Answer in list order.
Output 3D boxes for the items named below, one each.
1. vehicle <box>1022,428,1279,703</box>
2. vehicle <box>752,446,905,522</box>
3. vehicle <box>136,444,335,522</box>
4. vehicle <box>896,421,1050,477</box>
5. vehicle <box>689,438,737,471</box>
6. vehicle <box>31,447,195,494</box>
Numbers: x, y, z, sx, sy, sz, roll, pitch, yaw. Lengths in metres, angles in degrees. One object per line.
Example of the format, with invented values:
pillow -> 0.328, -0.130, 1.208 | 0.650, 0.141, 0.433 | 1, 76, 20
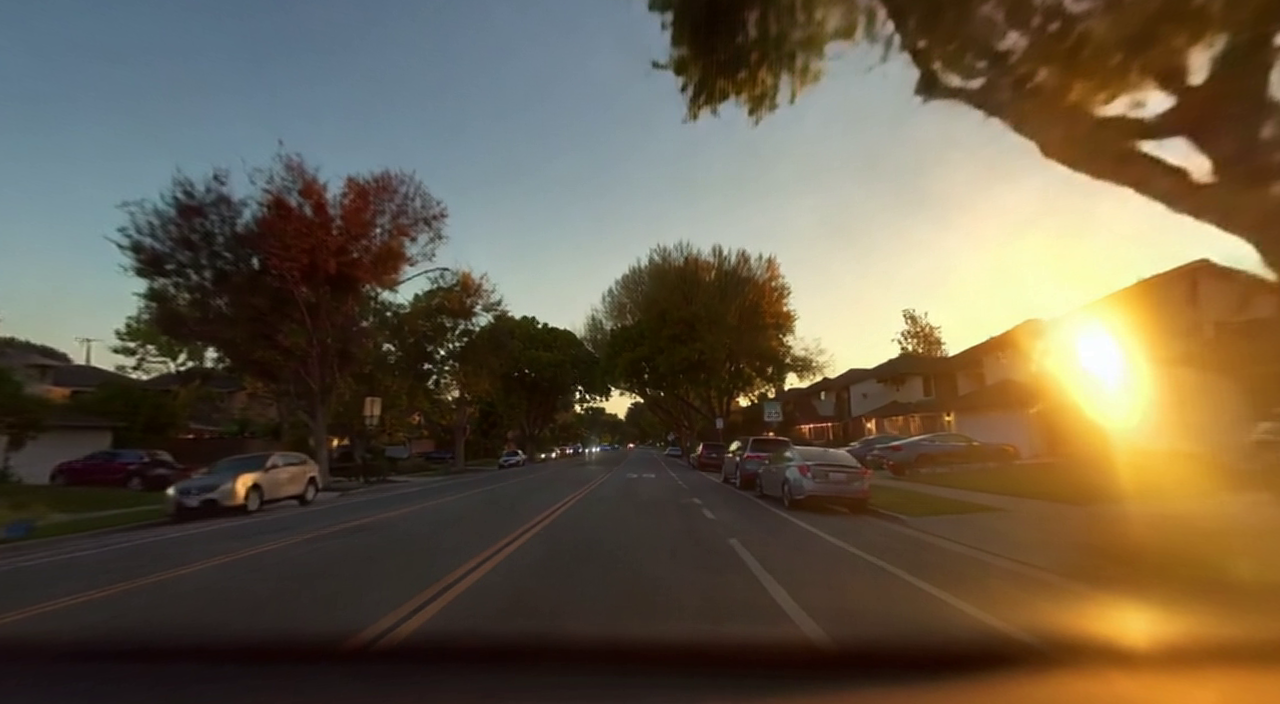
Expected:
vehicle -> 3.848, 1.017, 2.193 | 2.137, 1.515, 4.534 | 0, -8, -1
vehicle -> 4.119, 2.946, 14.830 | 2.087, 1.454, 4.914 | 0, -8, 0
vehicle -> -10.728, 3.500, 17.404 | 2.093, 1.767, 5.120 | -1, -9, 0
vehicle -> 12.001, 3.540, 23.032 | 4.415, 1.705, 1.914 | -4, -9, 4
vehicle -> 4.264, 6.113, 37.797 | 2.254, 1.812, 4.817 | 0, -8, -1
vehicle -> -19.998, 4.473, 24.123 | 4.509, 1.698, 1.890 | 0, -8, 1
